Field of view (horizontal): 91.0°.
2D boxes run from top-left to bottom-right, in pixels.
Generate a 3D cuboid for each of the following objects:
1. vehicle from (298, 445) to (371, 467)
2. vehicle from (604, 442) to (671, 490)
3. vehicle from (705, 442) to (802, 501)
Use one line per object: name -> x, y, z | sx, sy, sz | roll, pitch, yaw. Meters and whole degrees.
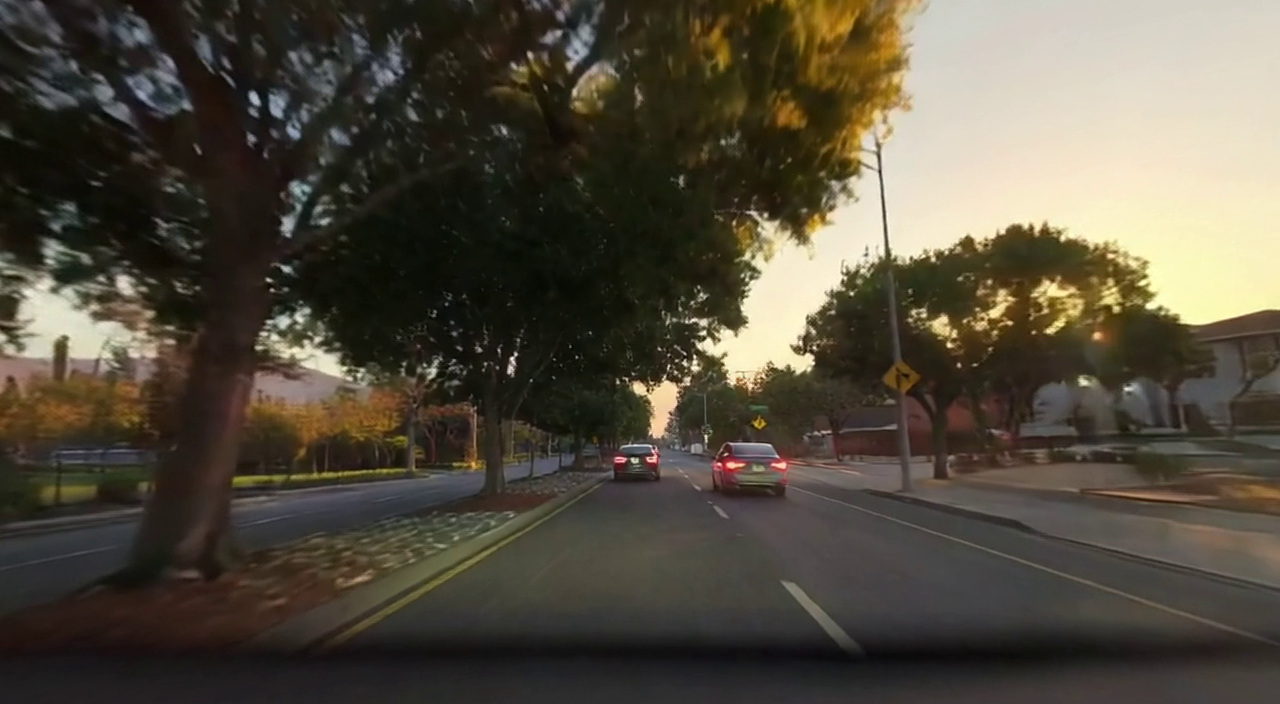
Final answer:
vehicle -> -23.025, 7.835, 47.577 | 4.460, 1.653, 1.929 | 0, -8, 1
vehicle -> 0.007, 3.813, 21.493 | 2.030, 1.467, 4.403 | 0, -8, 2
vehicle -> 3.044, 3.290, 17.789 | 2.065, 1.456, 4.099 | 0, -8, 1
